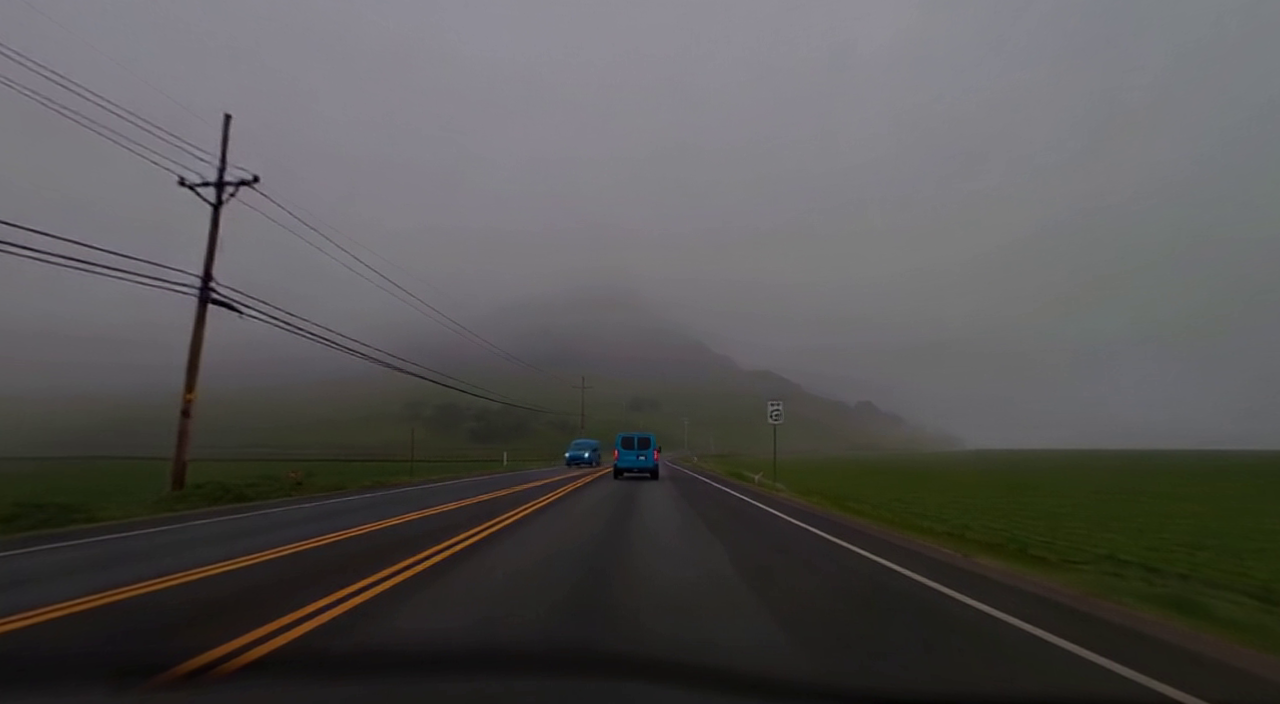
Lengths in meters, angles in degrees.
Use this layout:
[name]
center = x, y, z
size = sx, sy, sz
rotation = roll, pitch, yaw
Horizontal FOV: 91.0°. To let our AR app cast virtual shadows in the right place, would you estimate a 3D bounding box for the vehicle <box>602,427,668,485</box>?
[vehicle]
center = -0.123, 4.259, 26.034
size = 2.454, 2.144, 4.535
rotation = 0, -8, 2
